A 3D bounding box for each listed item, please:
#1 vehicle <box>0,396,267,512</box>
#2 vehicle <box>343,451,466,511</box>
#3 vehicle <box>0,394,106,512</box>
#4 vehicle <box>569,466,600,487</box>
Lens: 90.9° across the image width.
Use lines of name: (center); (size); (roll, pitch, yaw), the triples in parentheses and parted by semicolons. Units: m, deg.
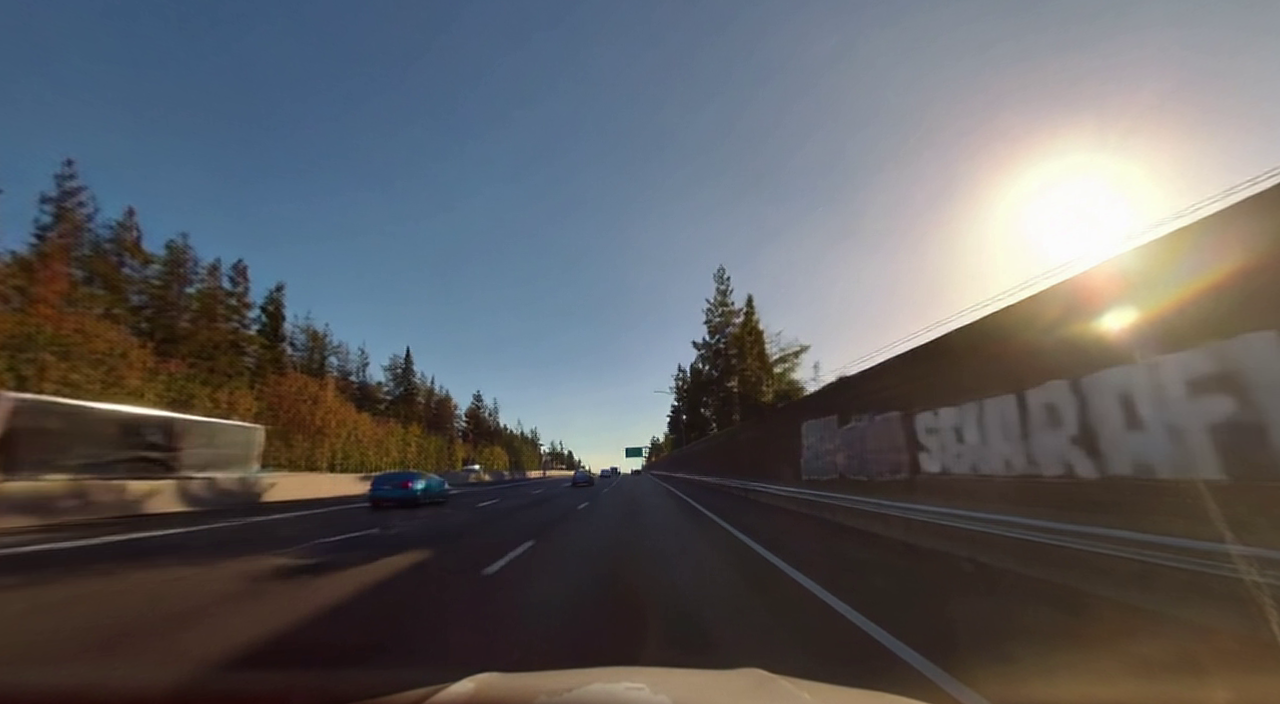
vehicle: (-23.024, 4.811, 28.971); (3.153, 4.011, 14.034); (1, -10, 0)
vehicle: (-7.185, 4.012, 19.842); (2.124, 1.630, 4.416); (1, -10, 0)
vehicle: (-22.884, 3.530, 21.966); (2.973, 3.888, 5.915); (1, -10, 0)
vehicle: (-4.026, 9.129, 46.395); (1.941, 1.437, 3.829); (1, -10, 0)
